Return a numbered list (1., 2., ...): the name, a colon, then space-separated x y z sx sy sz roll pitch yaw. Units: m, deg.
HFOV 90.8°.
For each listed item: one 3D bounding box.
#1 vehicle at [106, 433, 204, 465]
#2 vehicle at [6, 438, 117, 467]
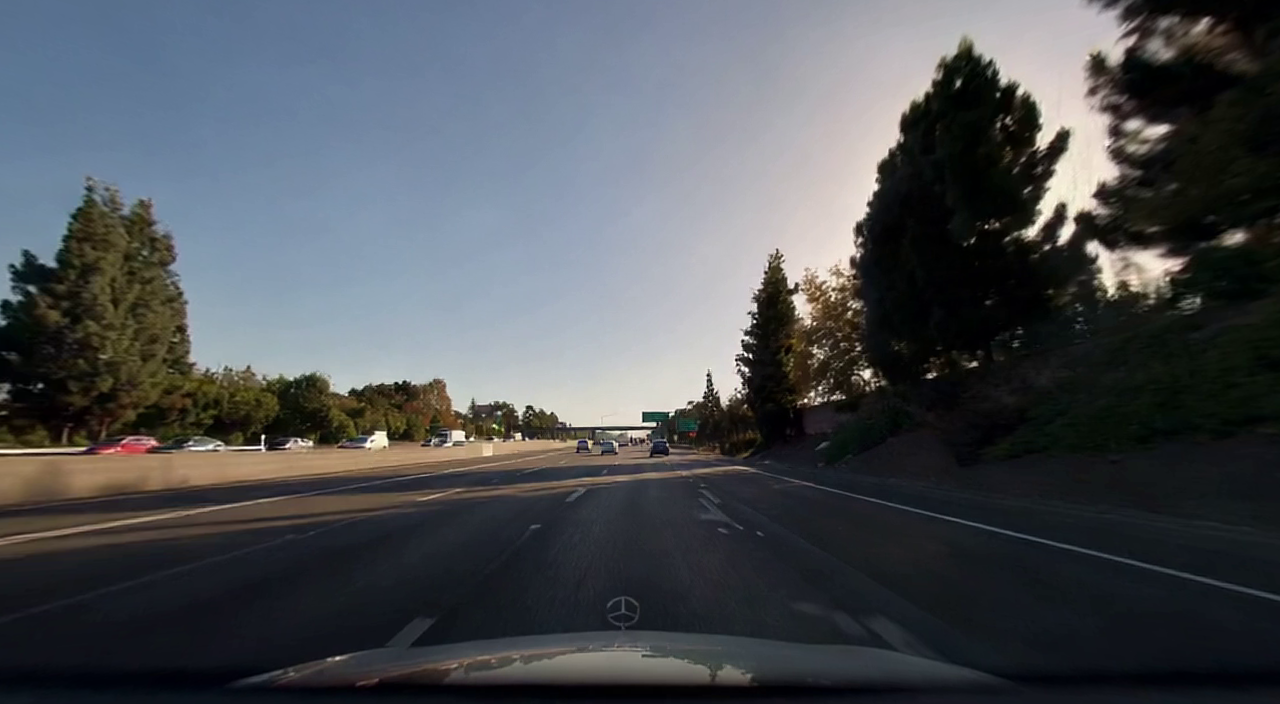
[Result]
1. vehicle: -27.732 5.559 36.311 2.011 1.727 4.577 0 -8 0
2. vehicle: -31.613 5.491 34.699 1.815 1.456 4.508 0 -8 0
